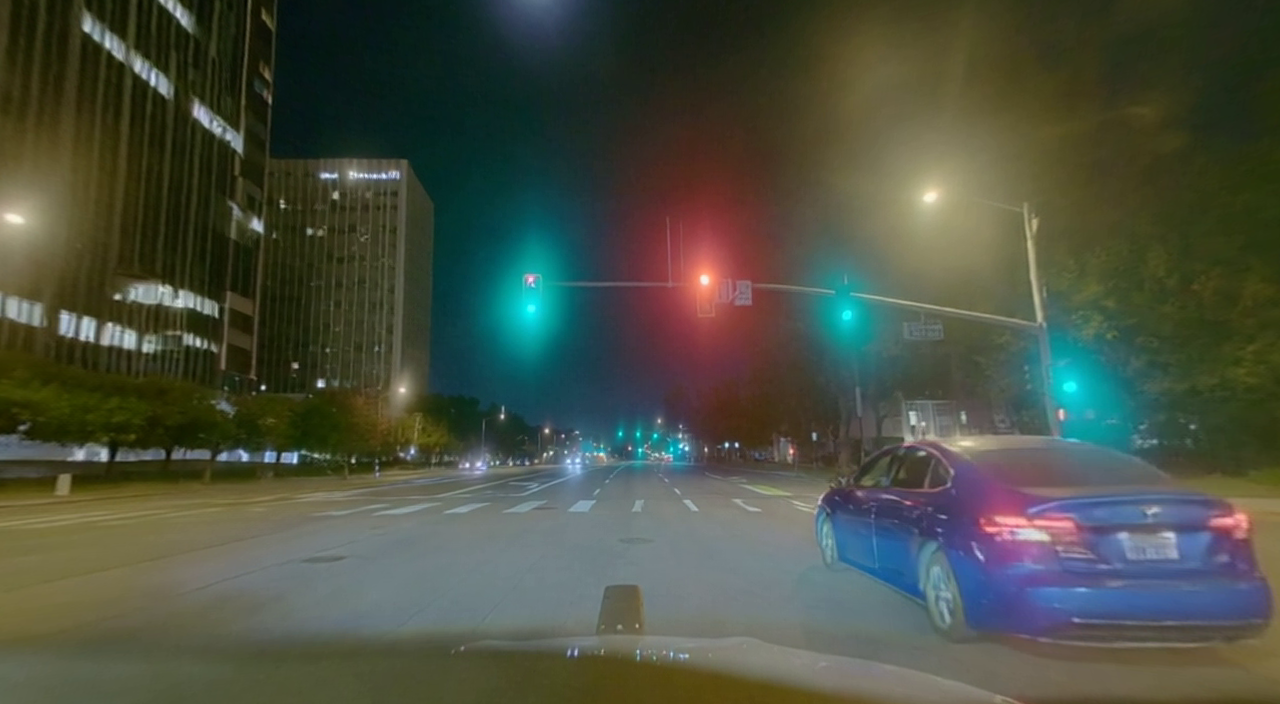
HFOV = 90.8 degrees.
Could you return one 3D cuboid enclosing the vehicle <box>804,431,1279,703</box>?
[{"bbox_3d":[3.124,1.492,5.626,2.015,1.455,4.615,0,-9,-1],"label":"vehicle"}]
